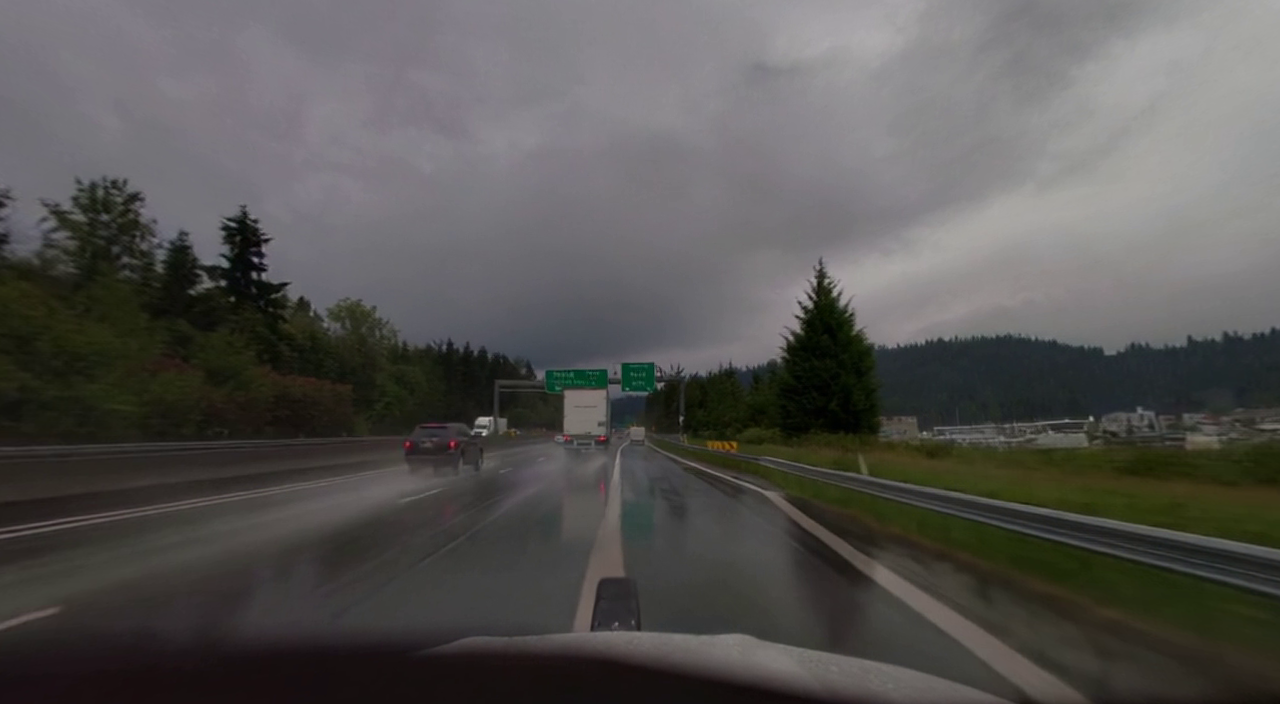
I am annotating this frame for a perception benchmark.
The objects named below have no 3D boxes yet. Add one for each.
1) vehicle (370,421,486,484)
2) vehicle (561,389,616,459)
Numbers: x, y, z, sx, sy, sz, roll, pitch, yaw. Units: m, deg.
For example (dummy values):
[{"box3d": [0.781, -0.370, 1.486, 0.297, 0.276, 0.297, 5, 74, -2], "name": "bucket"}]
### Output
[{"box3d": [-6.130, 2.958, 18.854, 2.068, 1.647, 4.321, 0, -8, -2], "name": "vehicle"}, {"box3d": [-2.979, 4.475, 38.572, 2.855, 3.741, 8.587, 1, -8, -2], "name": "vehicle"}]
